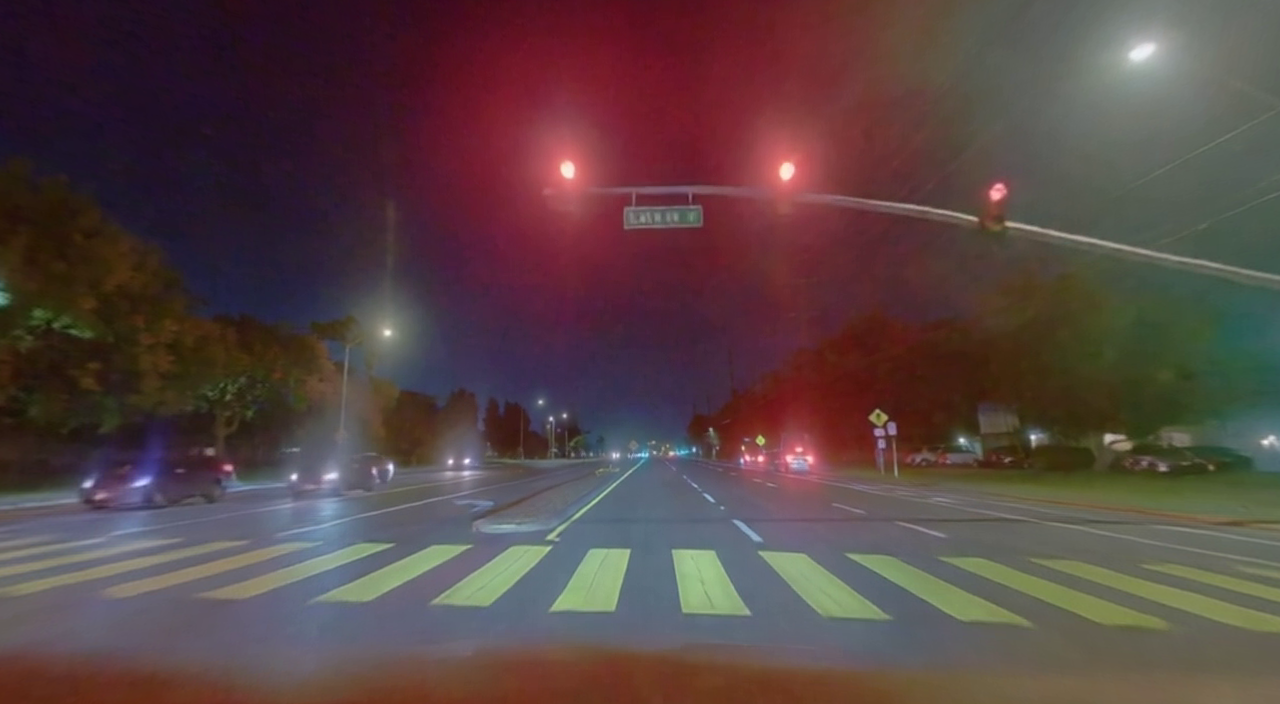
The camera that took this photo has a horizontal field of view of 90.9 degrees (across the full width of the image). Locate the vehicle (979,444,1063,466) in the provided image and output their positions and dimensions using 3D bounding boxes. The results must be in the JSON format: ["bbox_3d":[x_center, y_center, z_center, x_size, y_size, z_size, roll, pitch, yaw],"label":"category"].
[{"bbox_3d":[25.671,6.981,42.612,4.368,1.394,1.983,0,-9,1],"label":"vehicle"}]

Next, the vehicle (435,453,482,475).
[{"bbox_3d":[-13.469,8.295,47.026,2.047,1.467,4.611,0,-8,1],"label":"vehicle"}]

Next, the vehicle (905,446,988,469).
[{"bbox_3d":[20.880,7.204,43.091,4.664,1.504,1.816,0,-8,2],"label":"vehicle"}]

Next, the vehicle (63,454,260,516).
[{"bbox_3d":[-13.546,3.753,18.333,1.909,1.449,4.775,0,-8,1],"label":"vehicle"}]

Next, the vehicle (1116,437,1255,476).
[{"bbox_3d":[25.188,4.822,29.241,4.518,1.508,1.938,2,-9,5],"label":"vehicle"}]

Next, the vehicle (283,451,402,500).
[{"bbox_3d":[-10.293,4.264,22.243,1.899,1.464,4.418,0,-8,2],"label":"vehicle"}]
